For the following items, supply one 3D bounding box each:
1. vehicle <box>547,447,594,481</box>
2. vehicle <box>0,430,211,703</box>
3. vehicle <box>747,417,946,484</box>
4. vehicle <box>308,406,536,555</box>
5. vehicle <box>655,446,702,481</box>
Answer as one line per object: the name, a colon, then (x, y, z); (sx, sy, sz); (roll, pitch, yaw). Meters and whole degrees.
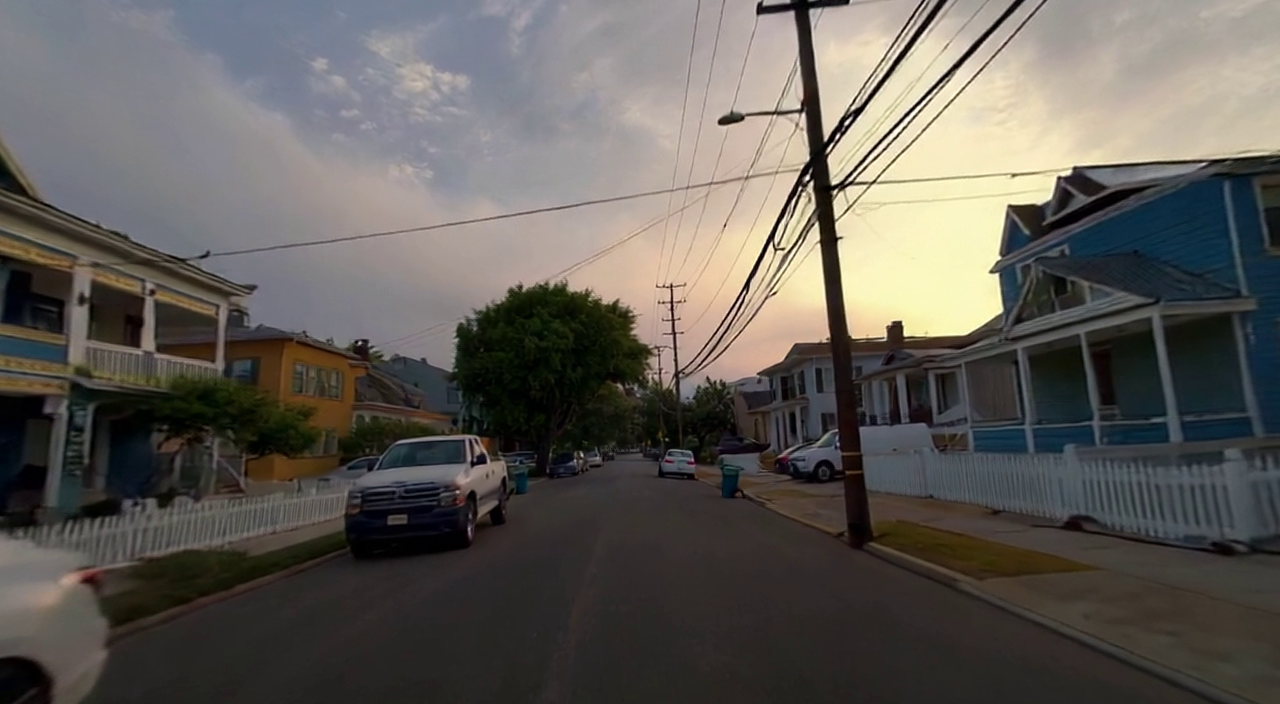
vehicle: (-4.307, 6.974, 39.715); (2.204, 1.655, 4.813); (-8, -8, -1)
vehicle: (-3.371, 0.946, 0.983); (2.071, 1.485, 4.610); (-6, -8, 3)
vehicle: (6.803, 3.292, 21.352); (5.974, 2.066, 2.152); (0, -7, -1)
vehicle: (-3.735, 2.293, 12.264); (2.399, 2.085, 5.589); (-3, -8, 0)
vehicle: (1.932, 5.766, 33.002); (2.043, 1.631, 4.613); (0, -8, -1)
